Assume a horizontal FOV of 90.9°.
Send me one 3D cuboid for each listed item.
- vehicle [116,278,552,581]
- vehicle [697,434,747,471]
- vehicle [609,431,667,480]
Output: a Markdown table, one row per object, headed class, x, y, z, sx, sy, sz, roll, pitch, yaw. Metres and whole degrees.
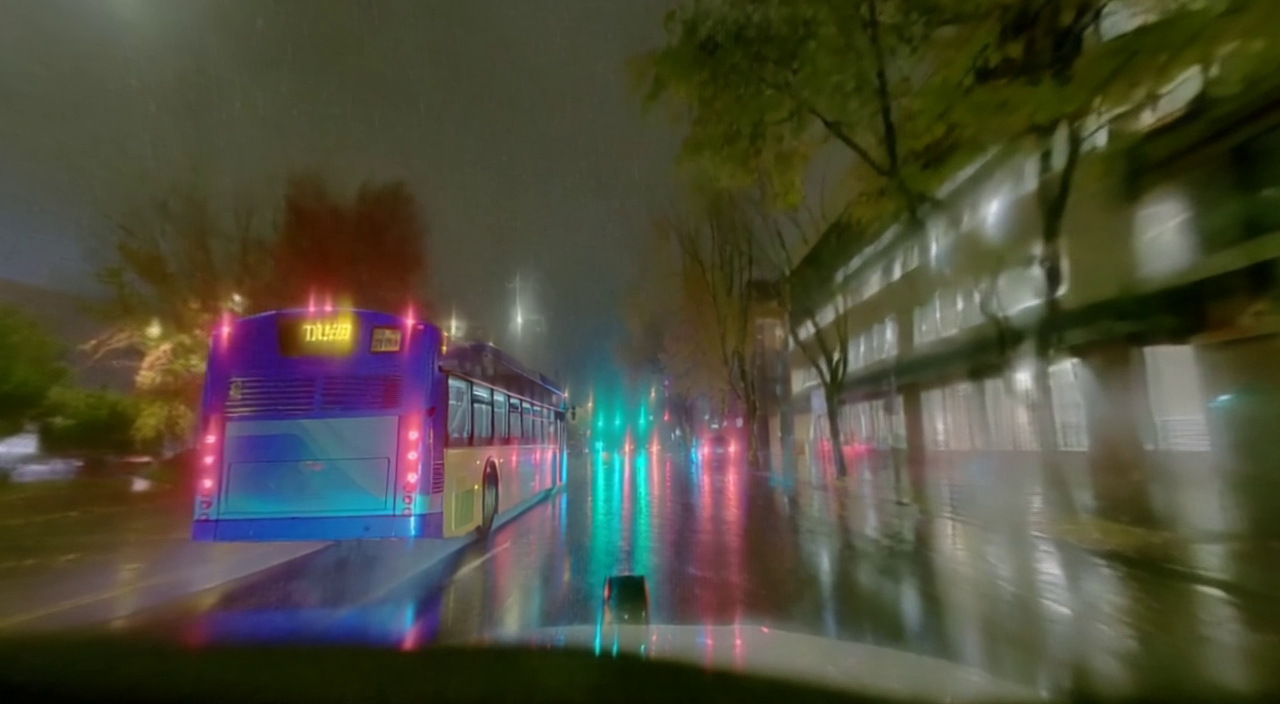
| class | x | y | z | sx | sy | sz | roll | pitch | yaw |
| --- | --- | --- | --- | --- | --- | --- | --- | --- | --- |
| vehicle | -3.500 | 1.136 | 10.353 | 2.920 | 2.884 | 8.588 | 0 | -6 | 0 |
| vehicle | 4.222 | 5.282 | 33.251 | 2.138 | 1.787 | 4.522 | 0 | -8 | 2 |
| vehicle | -0.047 | 4.045 | 24.866 | 2.120 | 1.727 | 3.917 | 0 | -8 | 1 |
